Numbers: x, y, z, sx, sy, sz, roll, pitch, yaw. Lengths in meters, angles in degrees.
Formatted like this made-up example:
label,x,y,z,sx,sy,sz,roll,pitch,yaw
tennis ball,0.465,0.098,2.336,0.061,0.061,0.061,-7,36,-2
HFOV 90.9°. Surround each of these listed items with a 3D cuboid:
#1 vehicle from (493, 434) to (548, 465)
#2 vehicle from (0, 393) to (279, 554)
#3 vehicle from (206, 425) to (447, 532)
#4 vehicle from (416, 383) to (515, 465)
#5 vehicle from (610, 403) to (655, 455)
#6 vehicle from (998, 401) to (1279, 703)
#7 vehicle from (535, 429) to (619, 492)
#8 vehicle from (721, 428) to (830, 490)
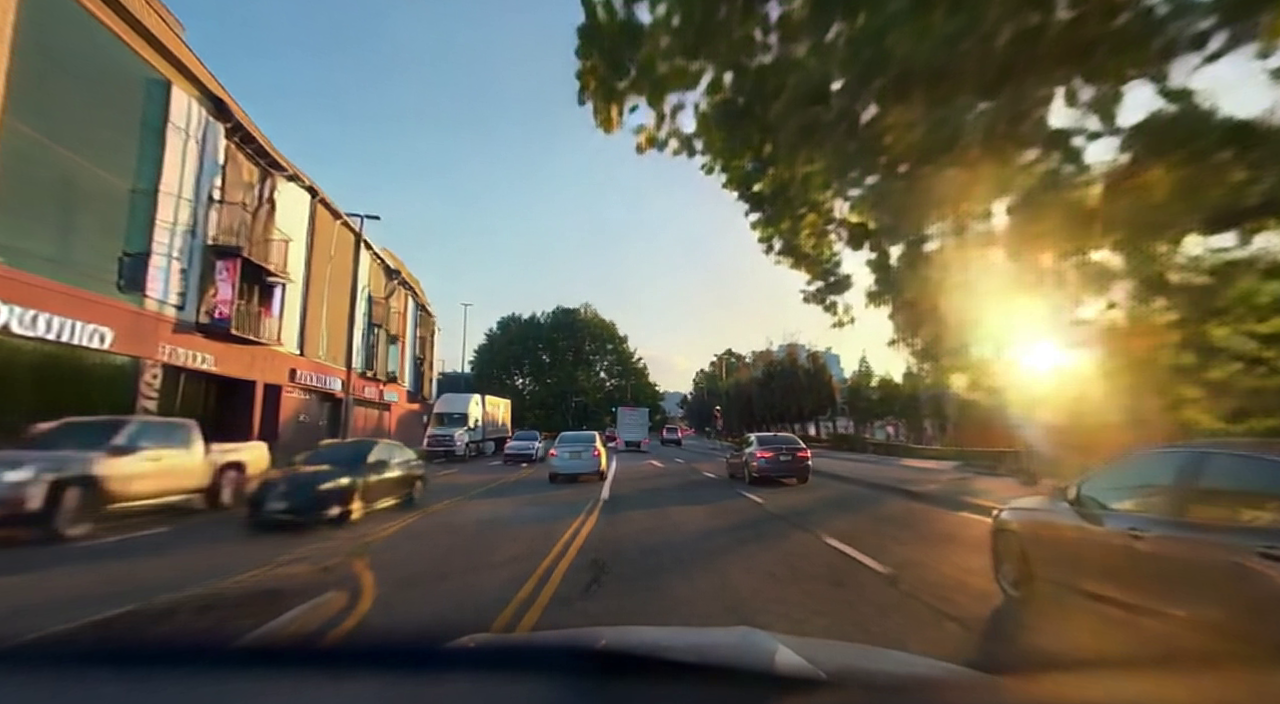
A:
label,x,y,z,sx,sy,sz,roll,pitch,yaw
vehicle,-5.807,4.780,31.219,1.964,1.428,4.481,0,-8,-2
vehicle,-8.654,1.838,10.430,2.165,1.966,5.251,0,-8,1
vehicle,-5.204,2.120,11.340,2.026,1.520,4.475,0,-8,0
vehicle,-9.168,4.065,34.582,2.986,3.821,10.059,0,-8,-3
vehicle,-0.638,5.649,45.902,2.917,3.482,6.946,1,-8,-4
vehicle,3.432,0.831,1.795,2.081,1.434,4.833,0,-8,1
vehicle,-1.609,2.816,16.790,1.991,1.472,3.518,1,-8,-4
vehicle,3.542,2.857,17.231,1.889,1.480,3.876,1,-8,-4
